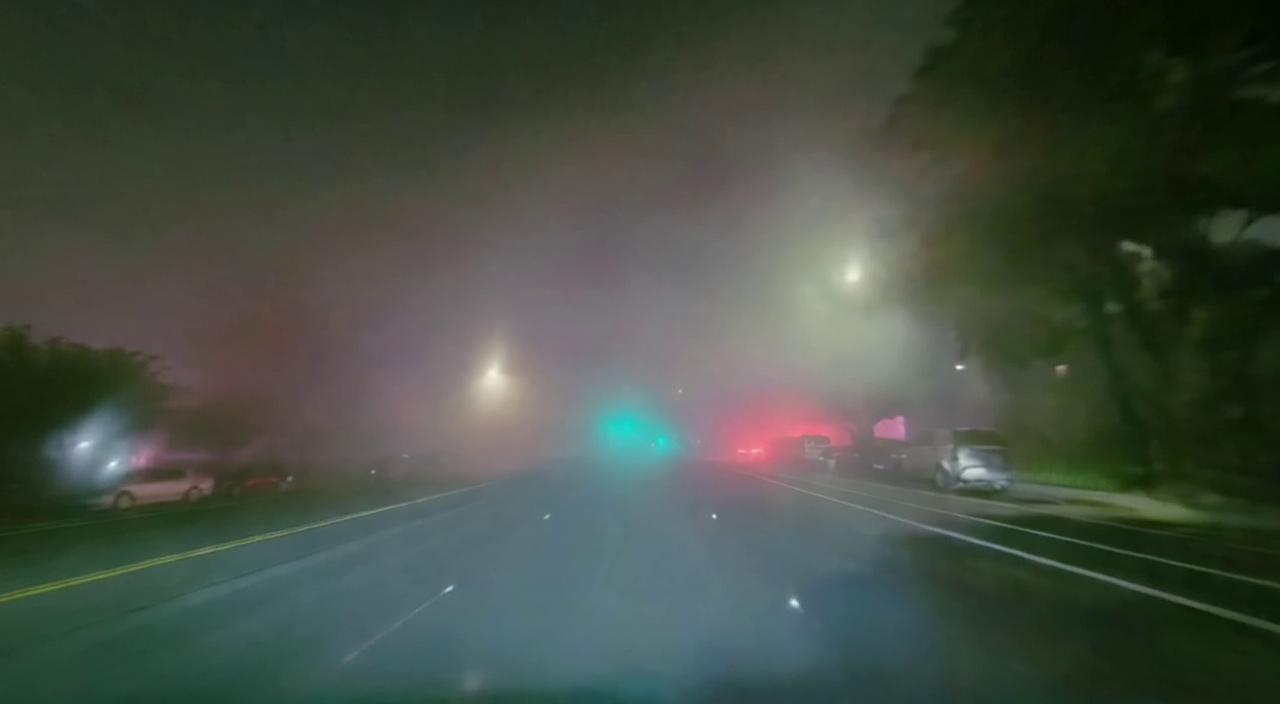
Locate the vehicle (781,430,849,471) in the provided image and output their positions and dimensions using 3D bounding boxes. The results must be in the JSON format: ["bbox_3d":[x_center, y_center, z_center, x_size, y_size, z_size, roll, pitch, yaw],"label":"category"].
[{"bbox_3d":[9.936,5.672,36.321,2.115,2.151,5.826,0,-9,-1],"label":"vehicle"}]

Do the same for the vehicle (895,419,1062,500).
[{"bbox_3d":[9.749,3.145,18.863,2.169,2.043,5.484,-1,-8,3],"label":"vehicle"}]

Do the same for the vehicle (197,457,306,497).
[{"bbox_3d":[-16.844,5.393,27.658,1.868,1.470,4.652,-1,-8,0],"label":"vehicle"}]

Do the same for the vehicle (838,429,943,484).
[{"bbox_3d":[9.854,4.144,25.337,2.088,1.973,5.003,0,-8,-1],"label":"vehicle"}]

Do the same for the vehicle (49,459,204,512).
[{"bbox_3d":[-17.324,4.491,21.591,1.879,1.494,4.227,0,-8,-3],"label":"vehicle"}]

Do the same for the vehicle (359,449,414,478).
[{"bbox_3d":[-16.720,7.324,41.836,1.913,1.744,4.478,-1,-8,-2],"label":"vehicle"}]
